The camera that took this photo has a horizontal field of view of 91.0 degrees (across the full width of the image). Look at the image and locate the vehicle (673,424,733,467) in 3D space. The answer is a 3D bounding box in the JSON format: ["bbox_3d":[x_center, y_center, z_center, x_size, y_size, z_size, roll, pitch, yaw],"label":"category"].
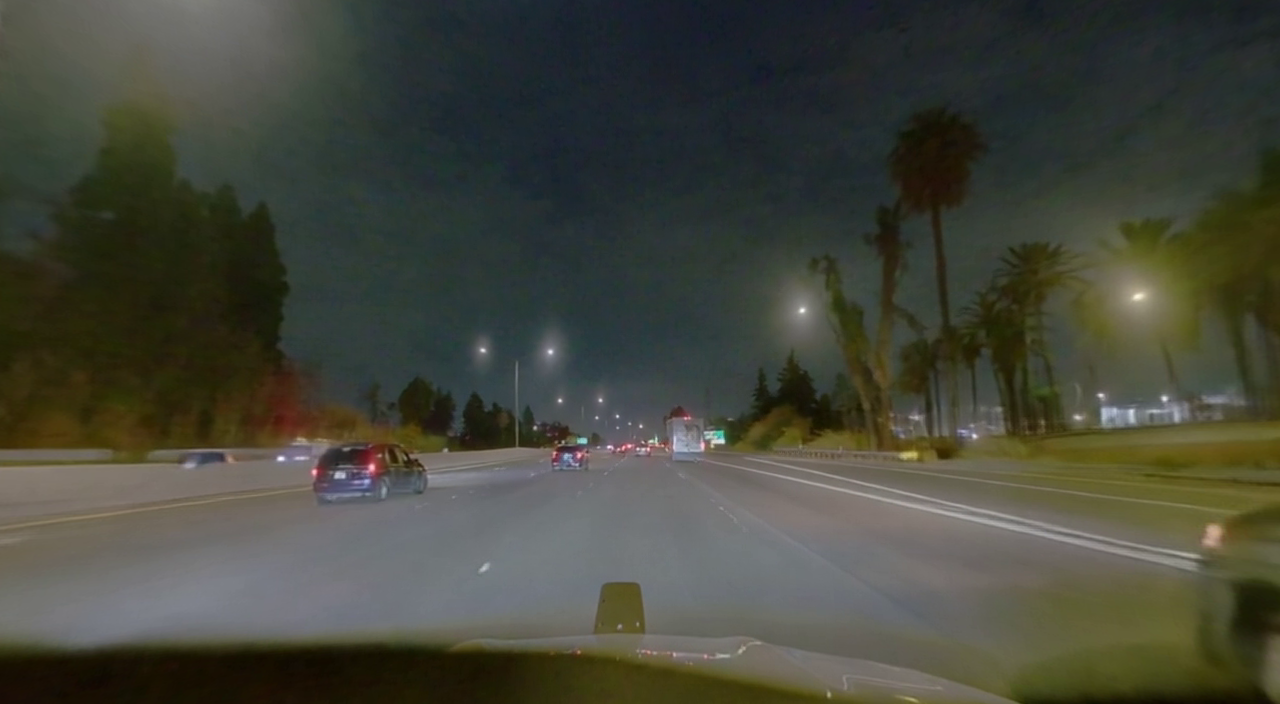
[{"bbox_3d":[4.274,6.923,46.309,2.891,2.596,15.534,0,-9,0],"label":"vehicle"}]

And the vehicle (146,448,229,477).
[{"bbox_3d":[-24.579,5.999,34.358,1.672,1.496,3.693,0,-9,1],"label":"vehicle"}]

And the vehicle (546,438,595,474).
[{"bbox_3d":[-3.479,5.303,32.161,2.017,1.683,4.094,0,-9,0],"label":"vehicle"}]

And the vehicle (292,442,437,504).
[{"bbox_3d":[-7.469,3.312,17.646,2.050,1.487,4.372,0,-9,0],"label":"vehicle"}]

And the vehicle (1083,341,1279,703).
[{"bbox_3d":[3.746,0.619,1.474,2.124,1.674,4.494,0,-9,0],"label":"vehicle"}]
